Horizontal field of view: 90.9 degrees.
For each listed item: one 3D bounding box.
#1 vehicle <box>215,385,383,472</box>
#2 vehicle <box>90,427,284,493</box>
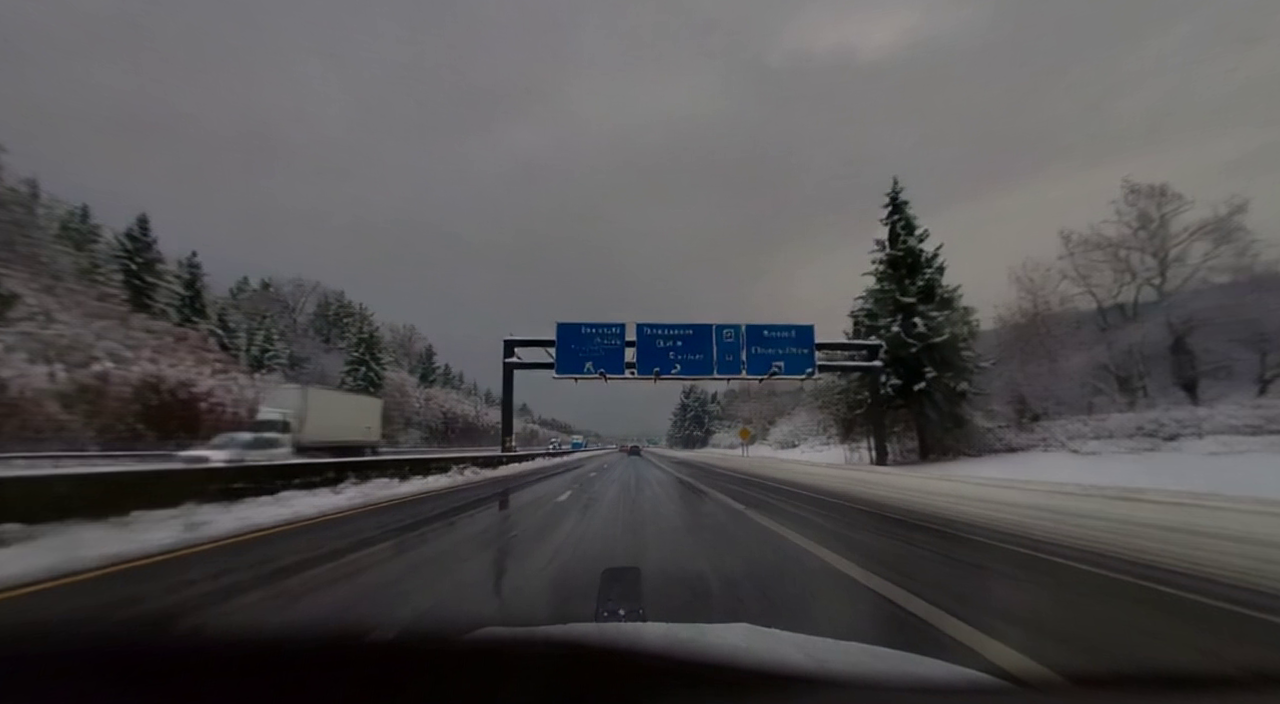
[{"bbox_3d":[-16.083,3.920,30.917,2.937,3.597,9.388,0,-9,0],"label":"vehicle"},{"bbox_3d":[-11.623,2.812,16.629,1.933,1.477,4.317,0,-9,-1],"label":"vehicle"}]
